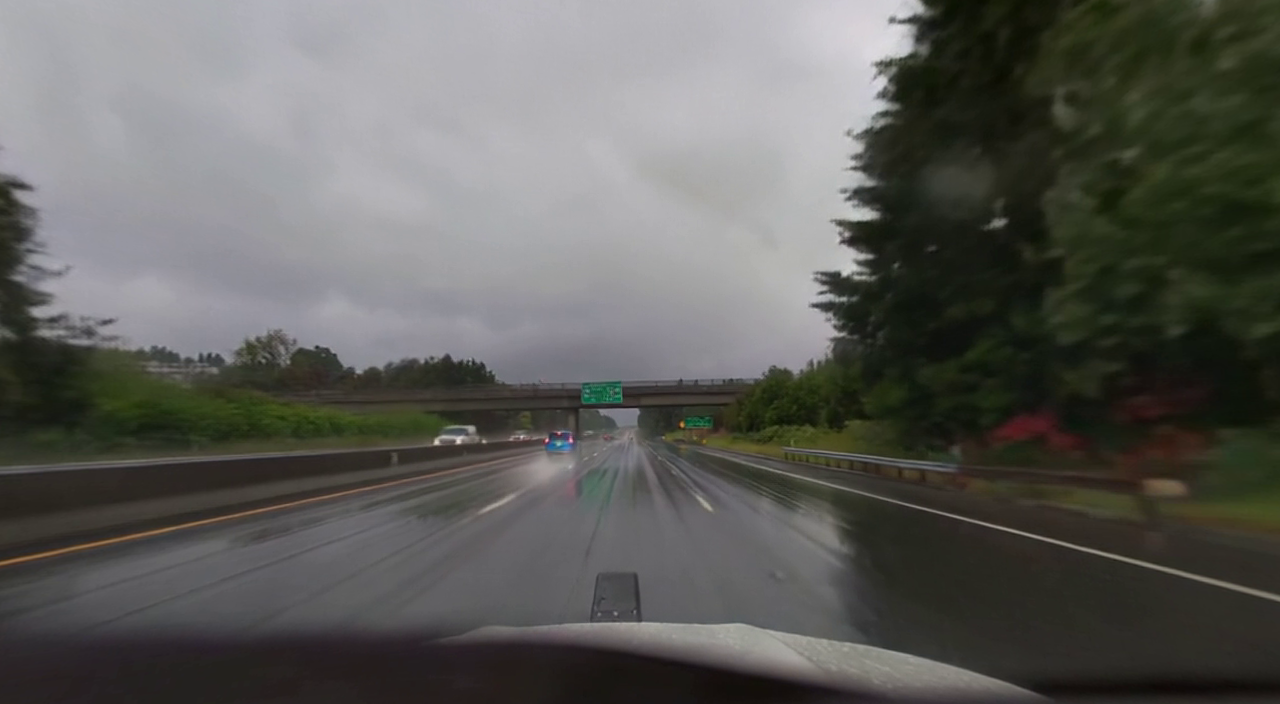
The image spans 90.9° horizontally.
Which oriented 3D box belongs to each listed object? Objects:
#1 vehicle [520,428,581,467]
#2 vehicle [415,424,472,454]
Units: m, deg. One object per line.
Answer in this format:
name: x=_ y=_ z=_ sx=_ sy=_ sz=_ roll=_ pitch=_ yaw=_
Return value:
vehicle: x=-4.002 y=4.342 z=29.013 sx=2.086 sy=1.624 sz=4.607 roll=0 pitch=-8 yaw=1
vehicle: x=-13.852 y=6.165 z=44.755 sx=2.341 sy=1.969 sz=5.181 roll=0 pitch=-8 yaw=0
